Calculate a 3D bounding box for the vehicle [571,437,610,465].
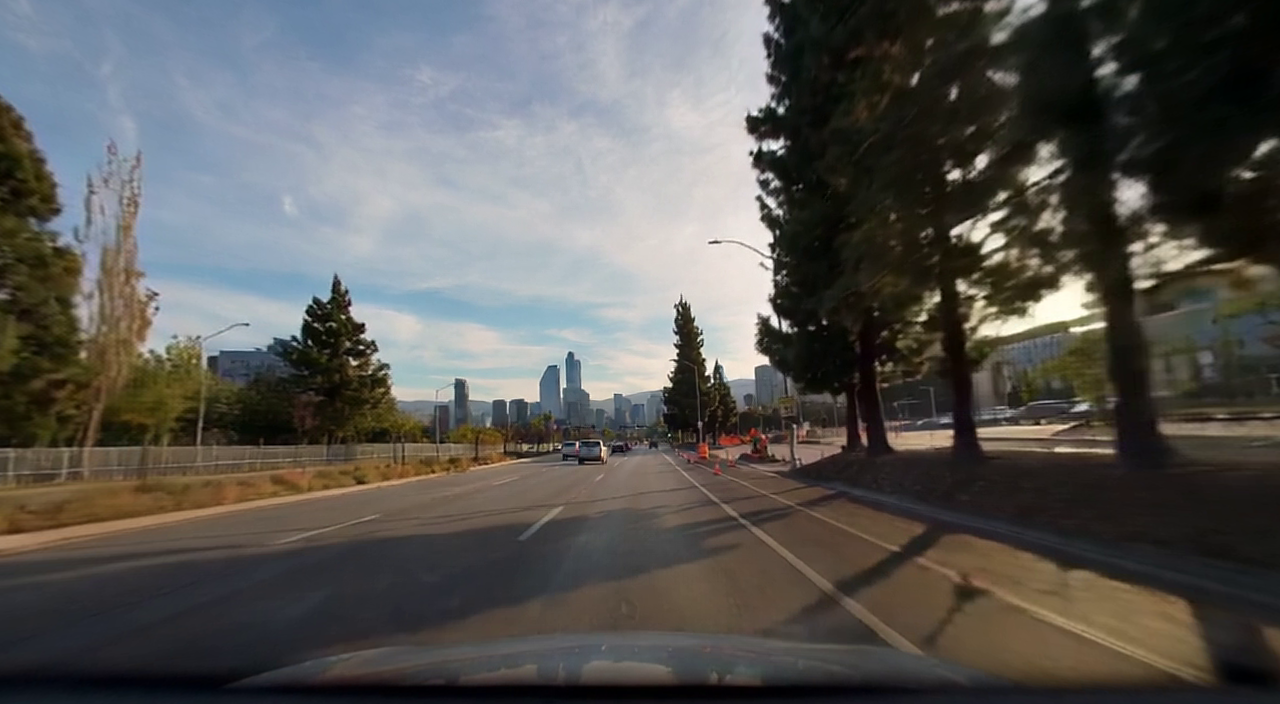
[{"bbox_3d":[-3.128,6.361,40.783,2.121,1.654,3.993,0,-8,0],"label":"vehicle"}]
